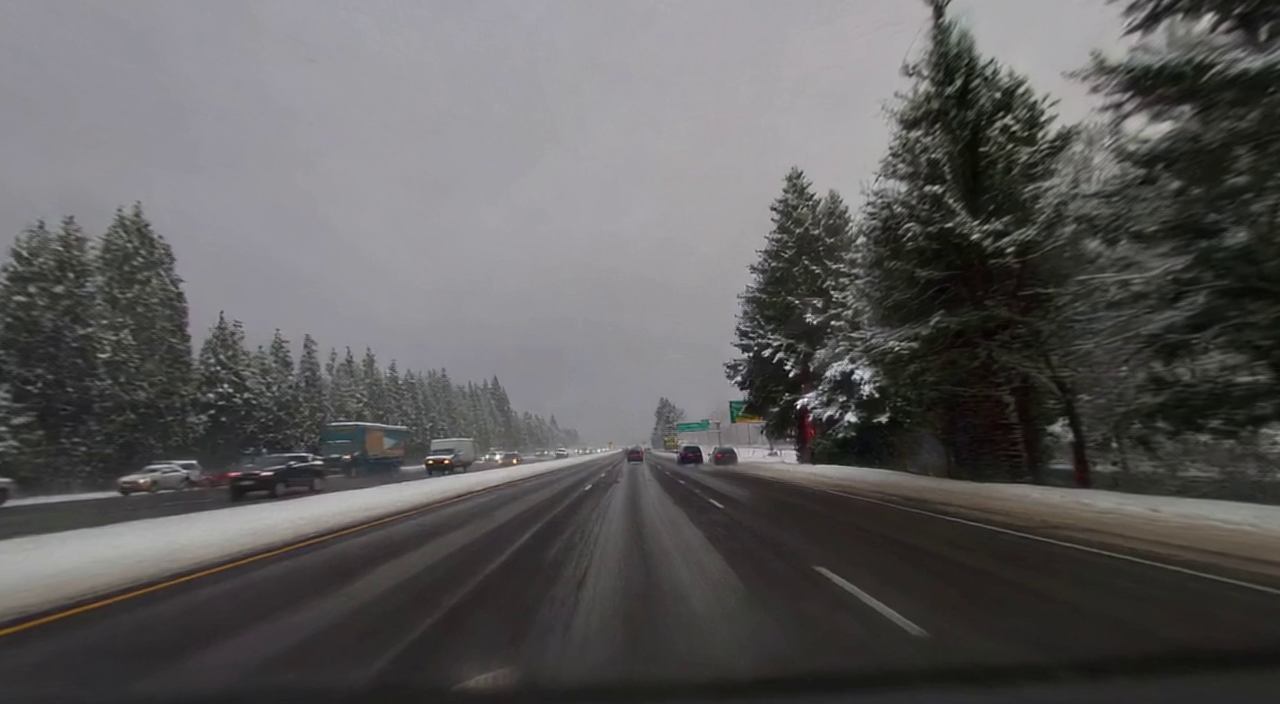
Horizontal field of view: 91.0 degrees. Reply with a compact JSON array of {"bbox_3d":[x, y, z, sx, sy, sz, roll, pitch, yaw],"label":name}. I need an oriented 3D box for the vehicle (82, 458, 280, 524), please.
[{"bbox_3d":[-12.137,3.662,17.129,2.055,1.461,4.422,0,-8,0],"label":"vehicle"}]

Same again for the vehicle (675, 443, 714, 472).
[{"bbox_3d":[3.408,6.682,40.037,2.035,1.704,3.867,0,-8,-2],"label":"vehicle"}]

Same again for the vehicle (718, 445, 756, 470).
[{"bbox_3d":[6.852,7.450,44.722,1.902,1.623,4.360,0,-8,-2],"label":"vehicle"}]

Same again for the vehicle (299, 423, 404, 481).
[{"bbox_3d":[-19.673,6.879,43.707,3.038,3.554,8.784,0,-8,0],"label":"vehicle"}]
